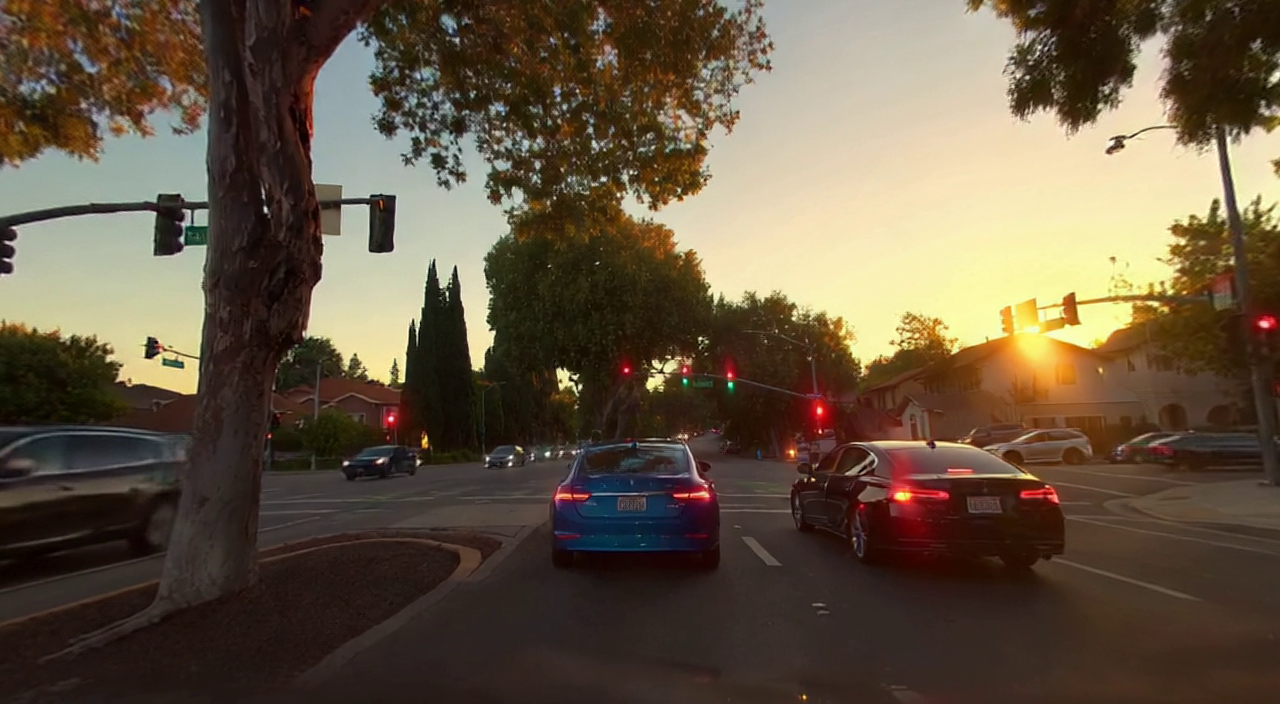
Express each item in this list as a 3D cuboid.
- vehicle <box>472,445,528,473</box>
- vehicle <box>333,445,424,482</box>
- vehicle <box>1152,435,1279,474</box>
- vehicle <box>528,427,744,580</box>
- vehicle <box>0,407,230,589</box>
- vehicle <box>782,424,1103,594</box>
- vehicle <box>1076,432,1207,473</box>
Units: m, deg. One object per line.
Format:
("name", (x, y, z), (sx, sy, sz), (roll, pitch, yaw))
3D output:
("vehicle", (-7.568, 5.805, 34.530), (2.040, 1.374, 4.150), (0, -8, 1))
("vehicle", (-11.449, 4.881, 28.028), (2.125, 1.476, 4.385), (-1, -8, 0))
("vehicle", (25.395, 4.334, 26.812), (5.159, 1.600, 2.329), (0, -9, 2))
("vehicle", (-0.057, 1.782, 8.257), (2.103, 1.478, 4.073), (0, -8, 0))
("vehicle", (-7.510, 1.581, 7.127), (2.383, 1.779, 4.973), (0, -8, 1))
("vehicle", (3.177, 1.717, 7.764), (1.913, 1.505, 4.097), (0, -8, 0))
("vehicle", (23.978, 4.796, 30.337), (4.520, 1.762, 2.005), (-1, -8, -1))
